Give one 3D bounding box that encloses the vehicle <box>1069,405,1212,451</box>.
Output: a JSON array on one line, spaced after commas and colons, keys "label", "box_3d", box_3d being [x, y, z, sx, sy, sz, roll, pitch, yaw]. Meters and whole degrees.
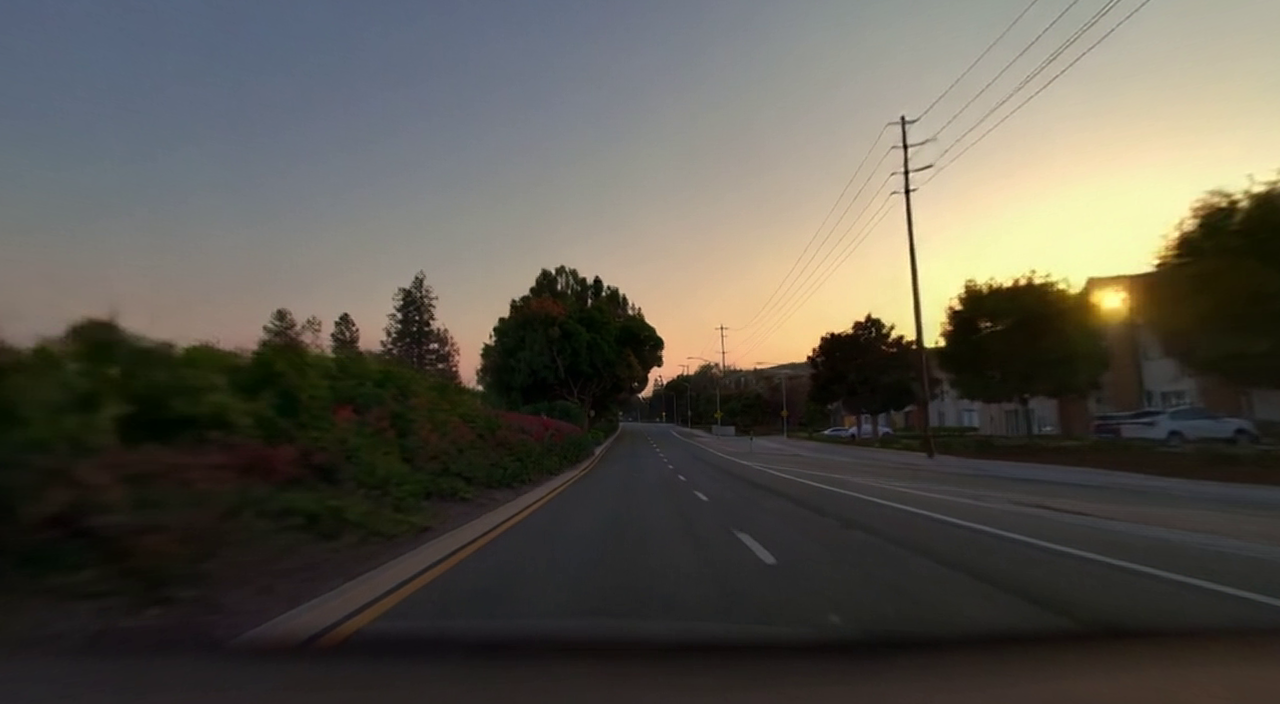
[{"label": "vehicle", "box_3d": [23.135, 3.611, 29.579, 2.206, 1.947, 5.463, 0, -8, 0]}]
